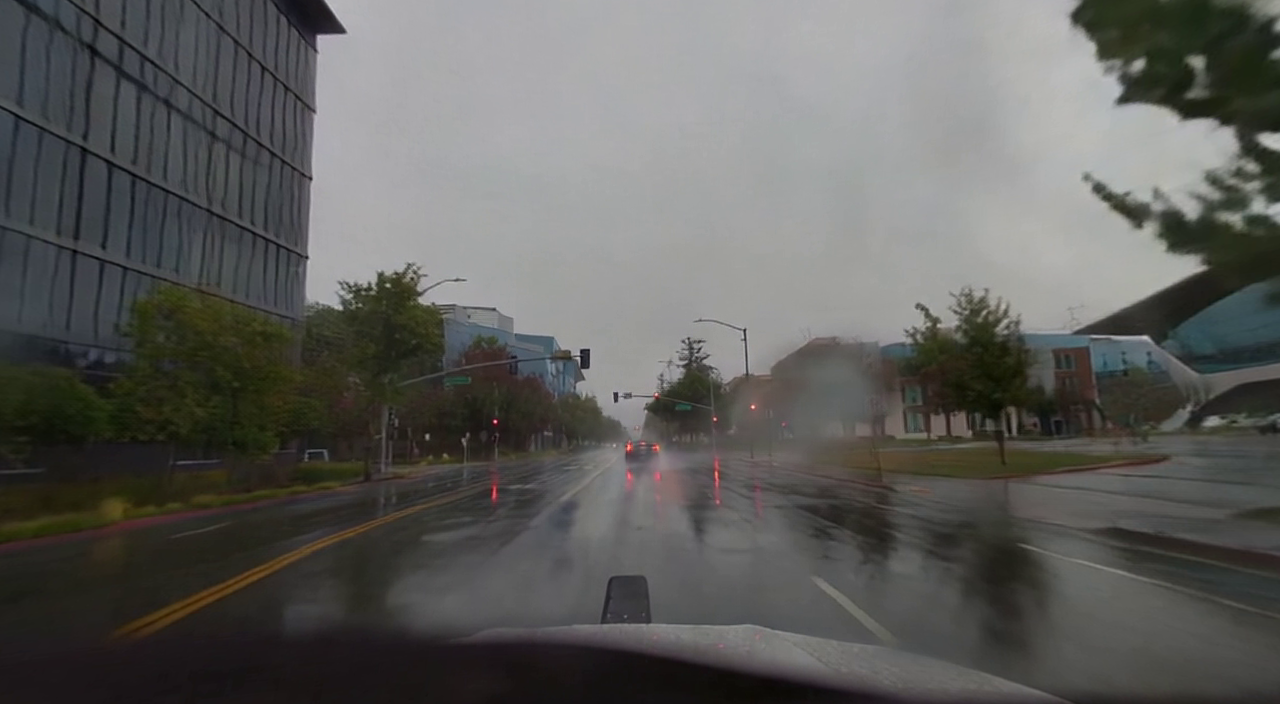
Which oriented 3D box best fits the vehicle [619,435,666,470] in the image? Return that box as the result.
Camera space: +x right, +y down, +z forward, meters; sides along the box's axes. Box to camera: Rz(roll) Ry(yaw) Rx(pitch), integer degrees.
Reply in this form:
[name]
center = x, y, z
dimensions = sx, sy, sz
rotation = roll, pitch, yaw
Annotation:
[vehicle]
center = 0.100, 4.997, 31.427
dimensions = 2.184, 1.640, 4.086
rotation = 0, -9, -1
